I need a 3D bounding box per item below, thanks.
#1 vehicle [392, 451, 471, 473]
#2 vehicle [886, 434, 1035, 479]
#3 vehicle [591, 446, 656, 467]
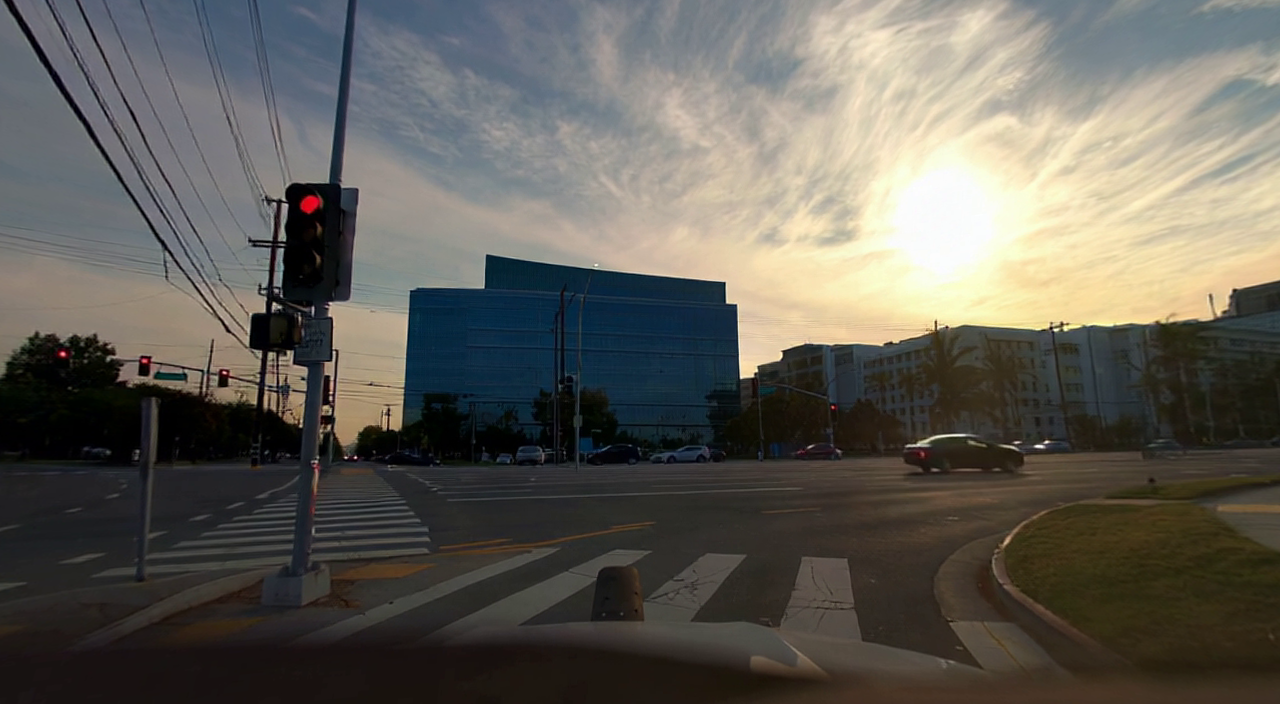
[{"bbox_3d":[-14.140,7.446,42.979,4.837,1.407,1.818,4,-9,-26],"label":"vehicle"},{"bbox_3d":[11.628,3.776,22.992,4.700,1.479,2.095,3,-9,-20],"label":"vehicle"},{"bbox_3d":[-1.154,7.551,45.813,4.391,1.451,1.717,4,-9,-26],"label":"vehicle"}]
